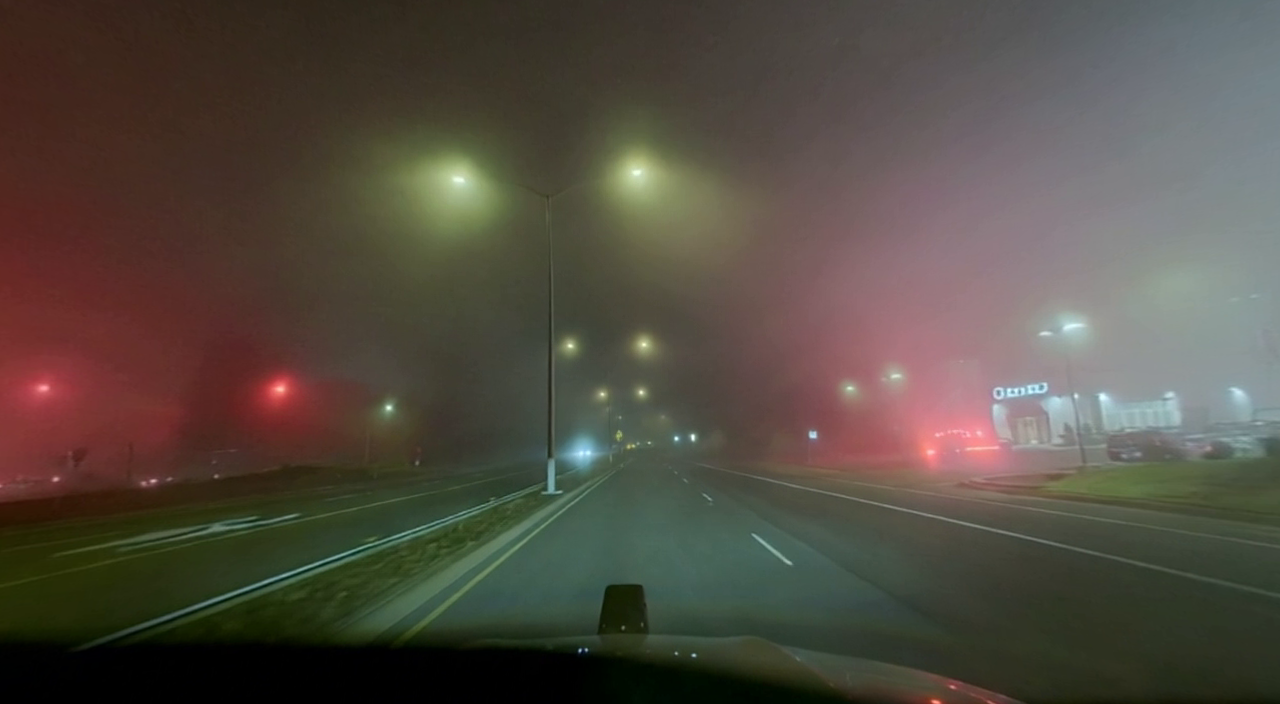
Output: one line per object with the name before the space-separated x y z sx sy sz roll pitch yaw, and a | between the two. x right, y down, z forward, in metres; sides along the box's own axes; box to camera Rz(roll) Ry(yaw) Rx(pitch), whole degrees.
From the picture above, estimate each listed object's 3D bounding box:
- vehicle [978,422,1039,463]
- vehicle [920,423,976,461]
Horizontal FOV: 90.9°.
vehicle | 21.828 5.299 37.529 2.240 2.095 5.149 -6 -7 22
vehicle | 17.893 5.277 36.861 2.425 2.043 5.455 -4 -9 21
